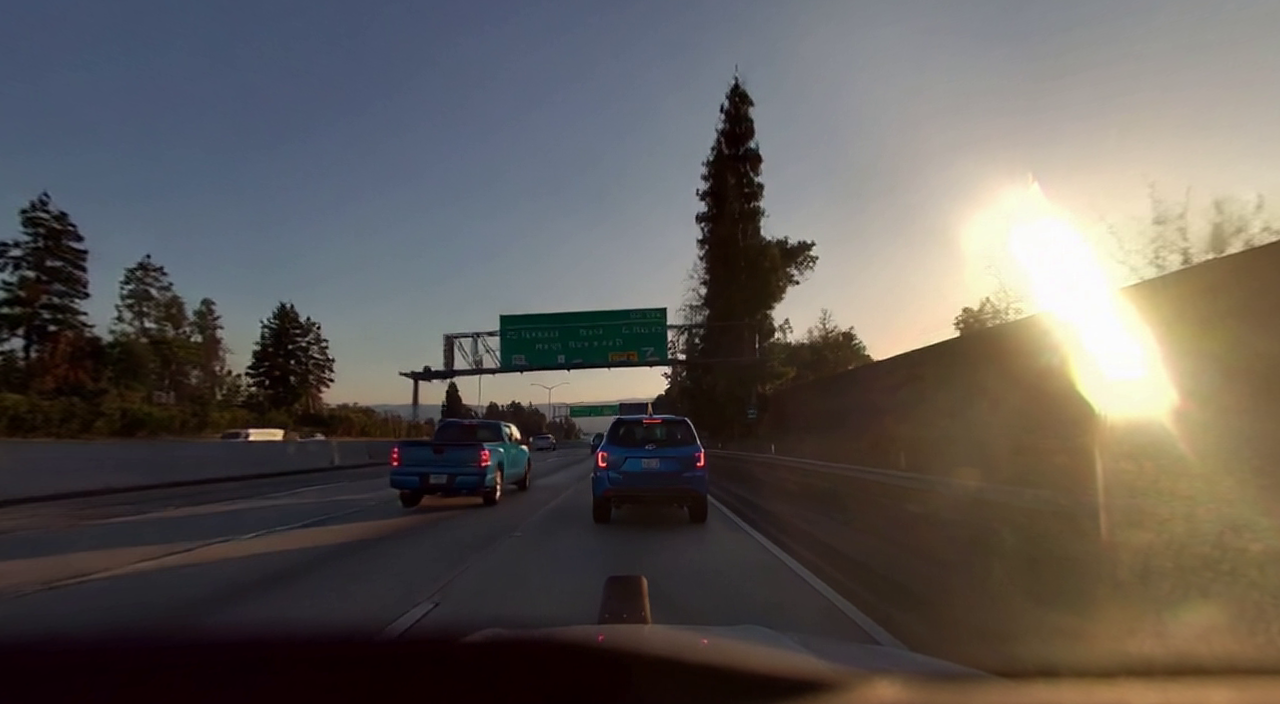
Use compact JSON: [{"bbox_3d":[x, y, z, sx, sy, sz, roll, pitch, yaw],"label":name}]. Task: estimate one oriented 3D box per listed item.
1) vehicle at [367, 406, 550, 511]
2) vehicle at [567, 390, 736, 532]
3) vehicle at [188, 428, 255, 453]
[{"bbox_3d":[-3.820,2.409,14.693,2.486,1.962,5.525,0,-8,2],"label":"vehicle"},{"bbox_3d":[0.160,1.908,11.450,2.395,2.013,4.734,0,-8,0],"label":"vehicle"},{"bbox_3d":[-24.747,5.249,37.401,1.502,1.396,3.402,-1,-9,2],"label":"vehicle"}]
